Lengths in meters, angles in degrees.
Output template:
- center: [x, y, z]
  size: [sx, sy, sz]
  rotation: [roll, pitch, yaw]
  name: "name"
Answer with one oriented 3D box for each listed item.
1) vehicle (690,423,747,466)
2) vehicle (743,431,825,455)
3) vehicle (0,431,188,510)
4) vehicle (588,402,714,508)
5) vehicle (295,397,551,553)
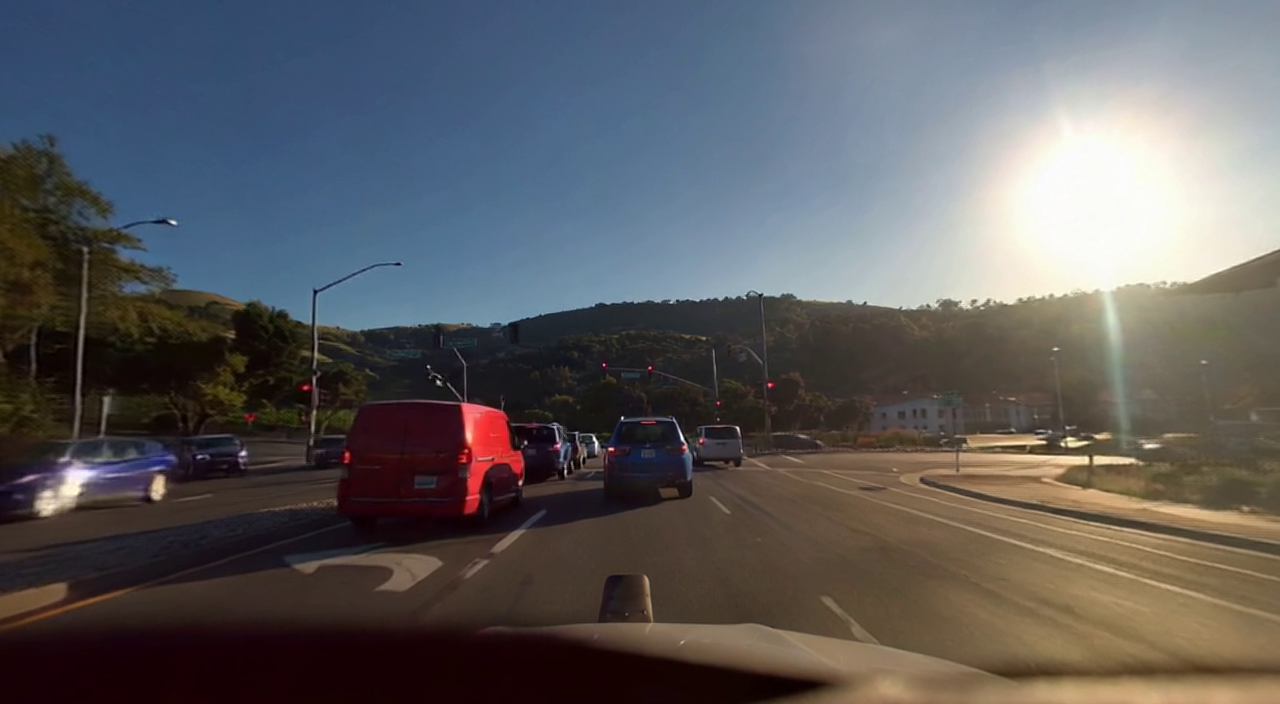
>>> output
- center: [3.190, 3.857, 26.297]
  size: [1.817, 1.662, 3.843]
  rotation: [0, -8, -1]
  name: "vehicle"
- center: [9.050, 5.752, 39.882]
  size: [4.696, 1.461, 1.810]
  rotation: [0, -8, 0]
  name: "vehicle"
- center: [-14.431, 3.034, 16.685]
  size: [2.053, 1.754, 4.717]
  rotation: [1, -8, -10]
  name: "vehicle"
- center: [0.208, 2.110, 13.203]
  size: [2.185, 1.822, 4.391]
  rotation: [0, -8, 1]
  name: "vehicle"
- center: [-2.836, 1.747, 9.600]
  size: [2.131, 1.783, 4.540]
  rotation: [0, -8, 2]
  name: "vehicle"
